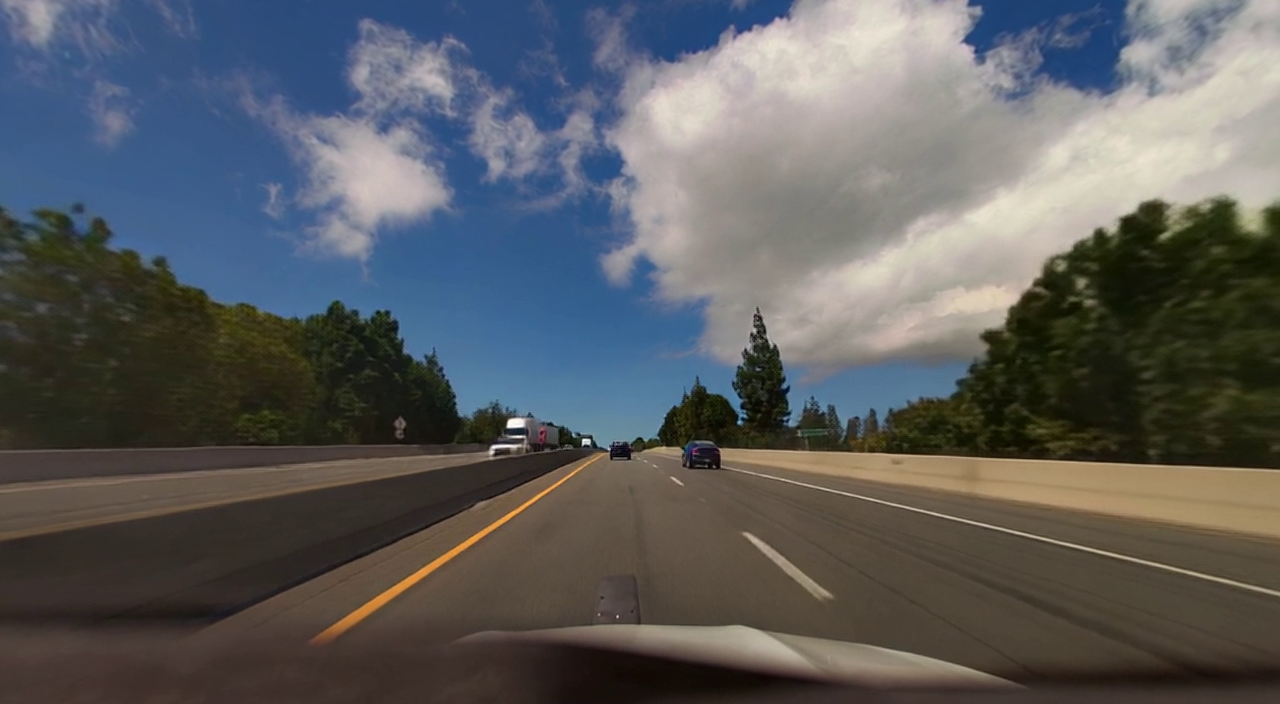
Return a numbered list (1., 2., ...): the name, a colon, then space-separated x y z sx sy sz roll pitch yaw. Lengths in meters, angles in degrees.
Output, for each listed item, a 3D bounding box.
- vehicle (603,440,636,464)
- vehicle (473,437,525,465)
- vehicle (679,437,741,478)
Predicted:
1. vehicle: -1.409 6.863 43.487 2.178 1.559 4.254 0 -8 -2
2. vehicle: -8.179 5.761 36.933 2.058 1.503 4.562 0 -8 -1
3. vehicle: 2.816 4.361 26.233 2.146 1.546 3.796 -1 -8 0
